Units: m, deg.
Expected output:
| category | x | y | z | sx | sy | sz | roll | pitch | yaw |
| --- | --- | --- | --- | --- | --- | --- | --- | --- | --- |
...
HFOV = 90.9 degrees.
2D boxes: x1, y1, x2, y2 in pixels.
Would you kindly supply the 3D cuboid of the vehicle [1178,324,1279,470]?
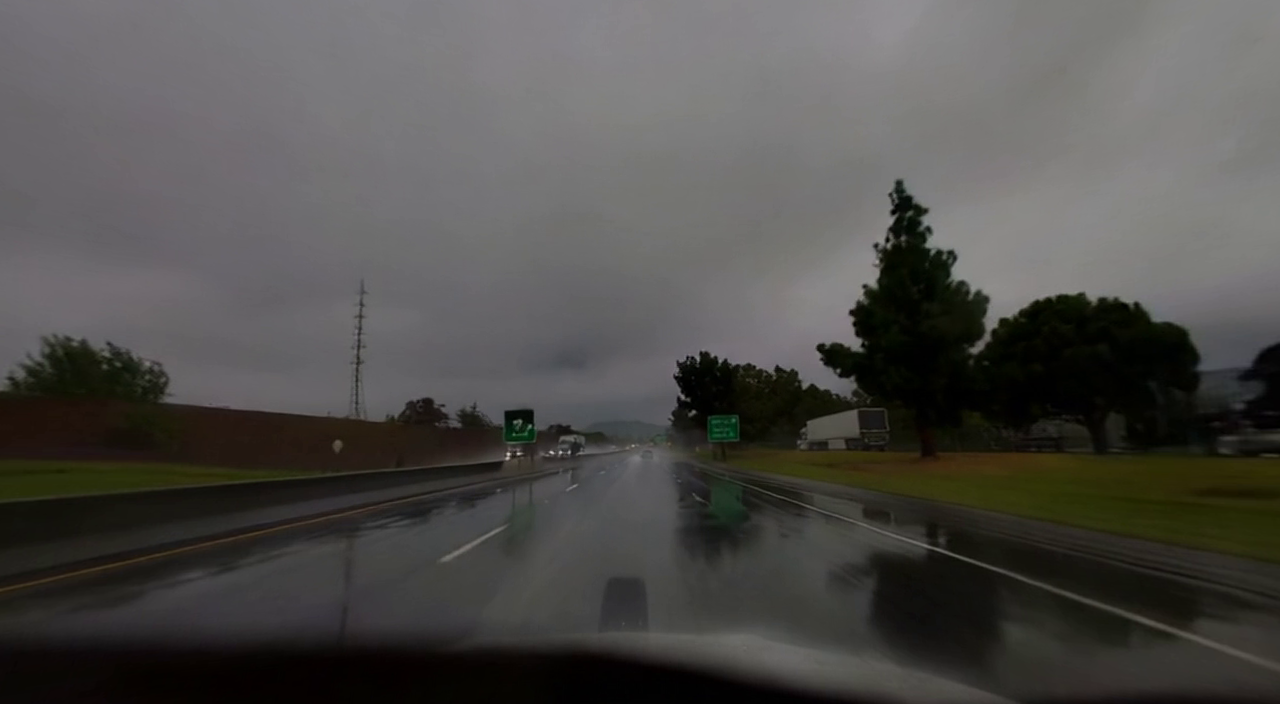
| category | x | y | z | sx | sy | sz | roll | pitch | yaw |
| --- | --- | --- | --- | --- | --- | --- | --- | --- | --- |
| vehicle | 20.377 | 1.347 | 18.727 | 2.928 | 4.284 | 6.301 | 0 | -9 | 0 |
